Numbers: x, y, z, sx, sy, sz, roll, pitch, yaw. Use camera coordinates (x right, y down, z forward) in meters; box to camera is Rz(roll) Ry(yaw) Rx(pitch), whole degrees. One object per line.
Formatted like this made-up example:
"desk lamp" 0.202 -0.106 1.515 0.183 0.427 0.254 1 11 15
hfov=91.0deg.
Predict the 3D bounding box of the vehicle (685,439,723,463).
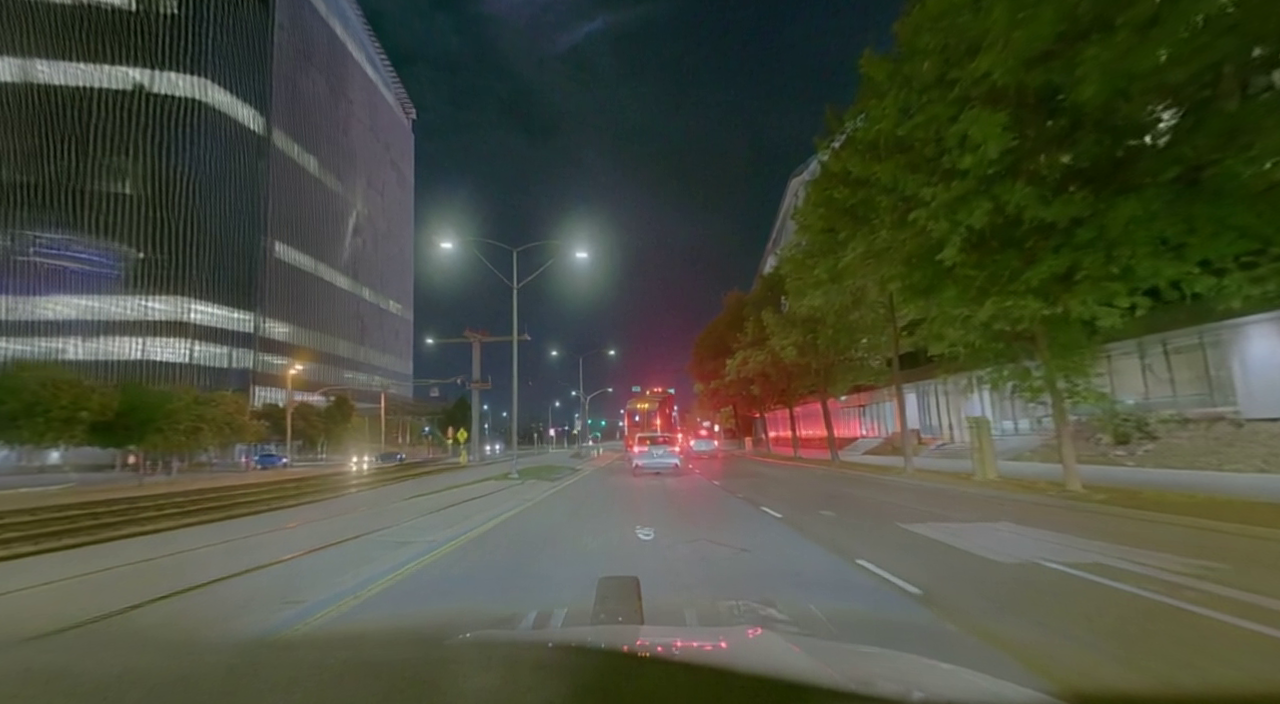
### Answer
"vehicle" 4.051 6.358 40.471 1.916 1.466 4.529 0 -9 -1

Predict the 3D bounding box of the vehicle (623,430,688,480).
"vehicle" 0.499 3.823 23.453 2.190 1.684 4.084 0 -9 0
